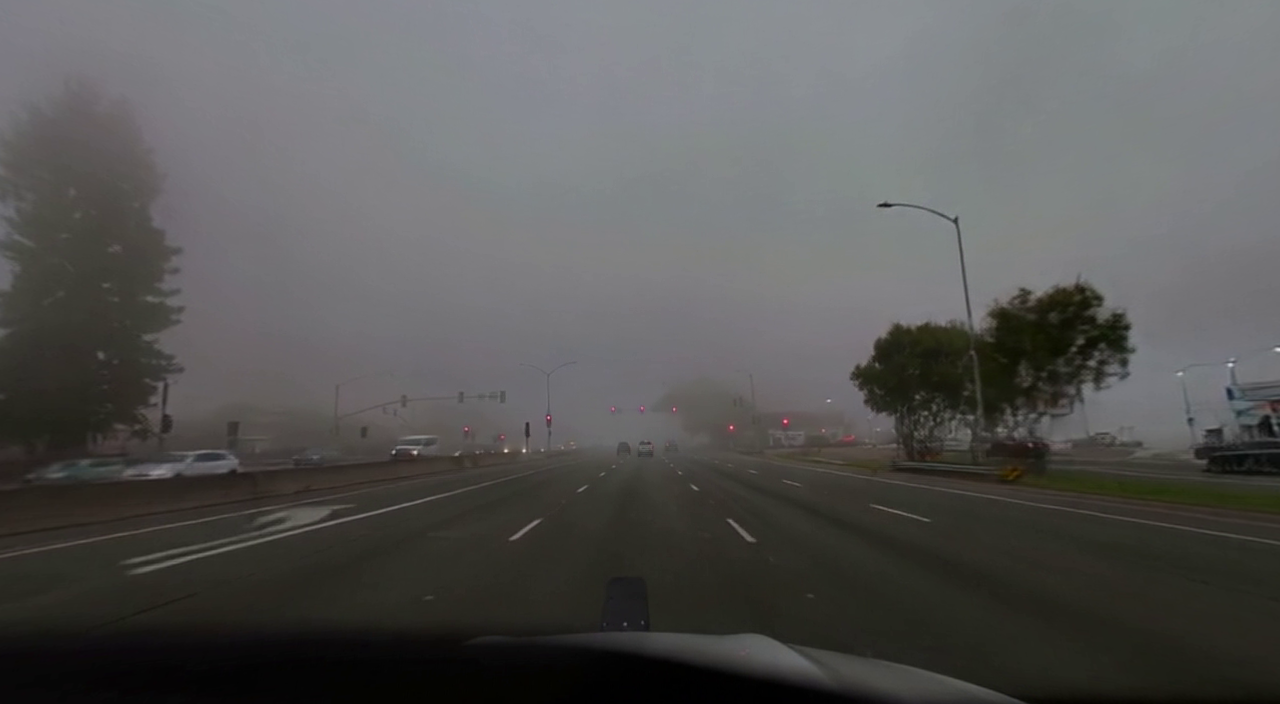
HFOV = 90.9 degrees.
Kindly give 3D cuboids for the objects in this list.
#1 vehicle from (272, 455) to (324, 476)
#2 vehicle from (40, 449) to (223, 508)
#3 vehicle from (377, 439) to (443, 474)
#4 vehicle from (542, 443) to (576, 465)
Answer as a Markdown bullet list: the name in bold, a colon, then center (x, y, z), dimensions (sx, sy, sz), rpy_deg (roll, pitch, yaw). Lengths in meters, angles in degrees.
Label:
- **vehicle**: center (-26.181, 8.684, 48.354), dimensions (1.673, 1.400, 3.902), rpy_deg (-1, -8, 2)
- **vehicle**: center (-14.773, 3.640, 18.694), dimensions (1.880, 1.496, 4.246), rpy_deg (0, -8, 0)
- **vehicle**: center (-14.368, 6.552, 39.776), dimensions (2.160, 1.993, 5.347), rpy_deg (0, -8, 0)
- **vehicle**: center (-5.946, 7.495, 46.673), dimensions (1.843, 1.528, 4.121), rpy_deg (0, -8, 1)
